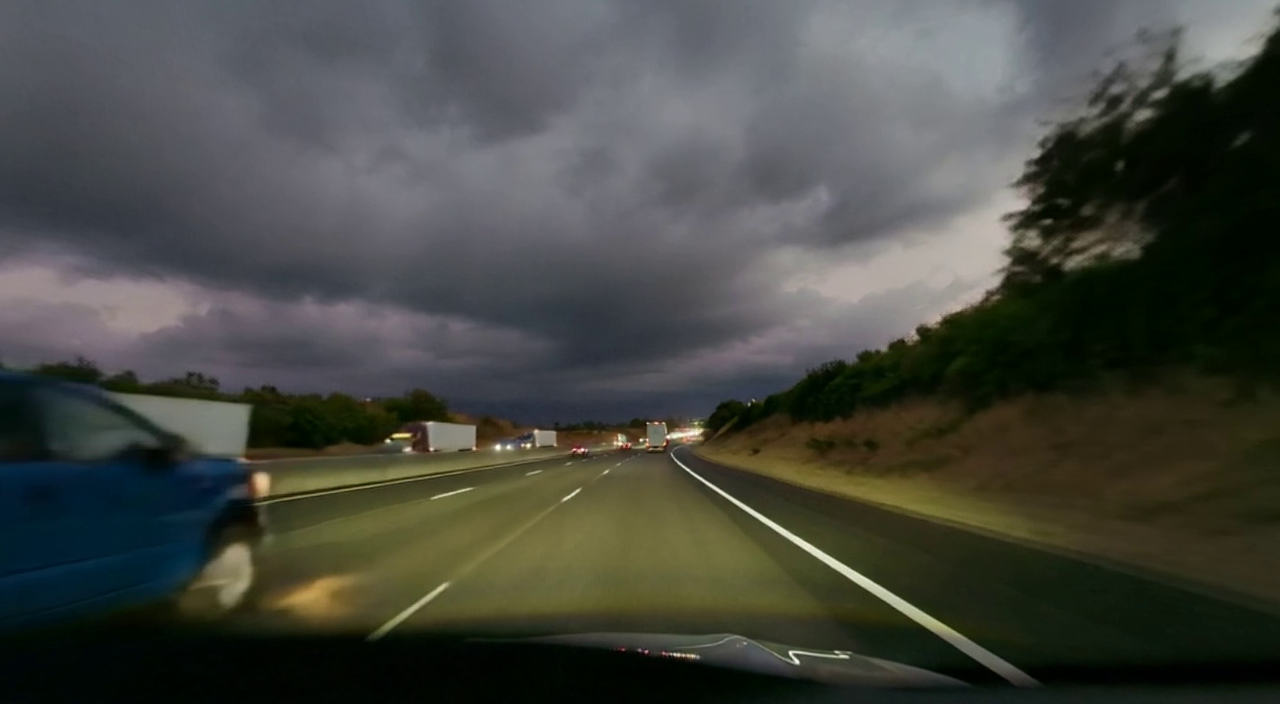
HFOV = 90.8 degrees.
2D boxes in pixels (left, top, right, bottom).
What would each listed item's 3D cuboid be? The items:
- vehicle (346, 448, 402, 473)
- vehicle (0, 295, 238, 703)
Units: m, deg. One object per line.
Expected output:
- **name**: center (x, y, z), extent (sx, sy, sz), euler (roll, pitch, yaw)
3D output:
- **vehicle**: center (-17.945, 7.307, 42.761), extent (1.944, 1.613, 4.166), euler (0, -9, 1)
- **vehicle**: center (-3.992, 0.572, 1.790), extent (2.216, 1.949, 5.237), euler (0, -9, 0)
